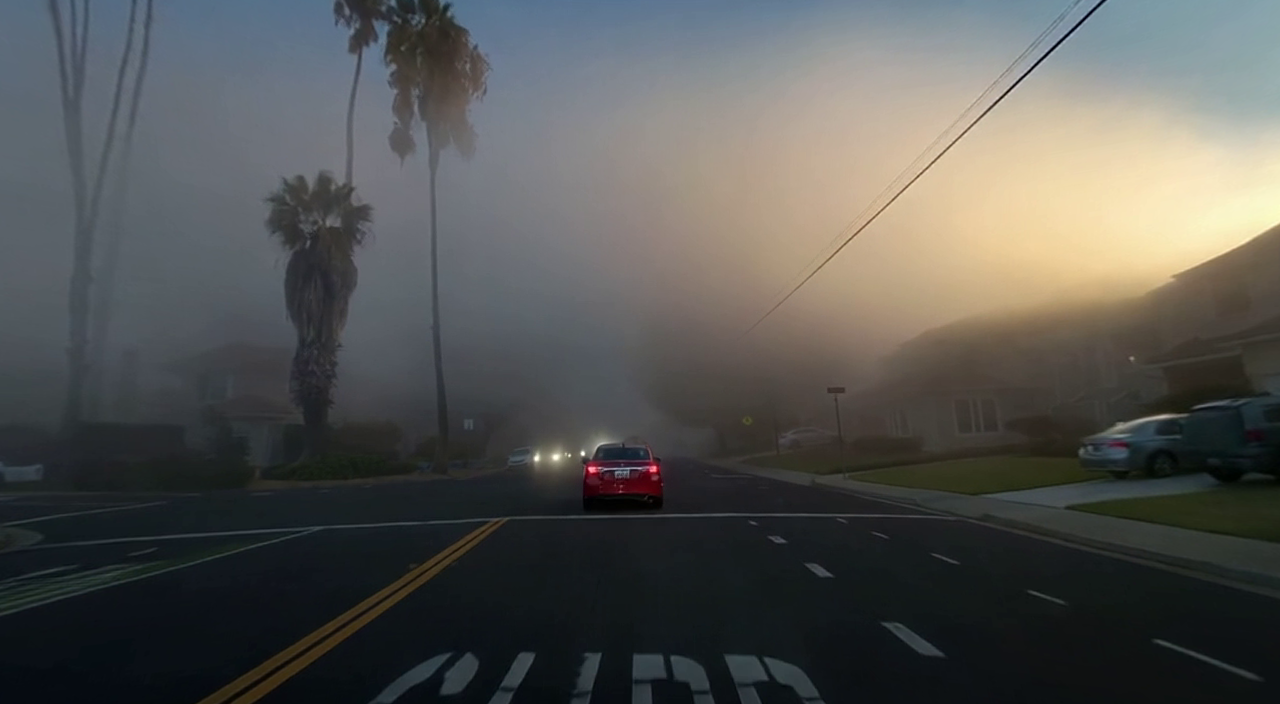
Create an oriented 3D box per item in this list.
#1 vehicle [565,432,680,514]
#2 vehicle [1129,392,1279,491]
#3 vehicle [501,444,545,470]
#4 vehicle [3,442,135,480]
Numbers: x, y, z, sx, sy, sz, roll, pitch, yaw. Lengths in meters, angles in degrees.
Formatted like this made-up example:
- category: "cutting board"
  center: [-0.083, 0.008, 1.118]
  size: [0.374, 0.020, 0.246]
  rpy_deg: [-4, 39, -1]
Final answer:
- category: "vehicle"
  center: [-0.364, 2.543, 13.729]
  size: [2.098, 1.483, 4.099]
  rpy_deg: [0, -9, -1]
- category: "vehicle"
  center: [13.759, 1.888, 13.372]
  size: [4.913, 1.930, 2.020]
  rpy_deg: [-1, -9, 5]
- category: "vehicle"
  center: [-8.042, 7.201, 43.658]
  size: [2.069, 1.441, 4.368]
  rpy_deg: [-3, -7, 1]
- category: "vehicle"
  center: [-29.372, 5.596, 32.737]
  size: [1.918, 1.821, 4.769]
  rpy_deg: [-1, -9, 10]
